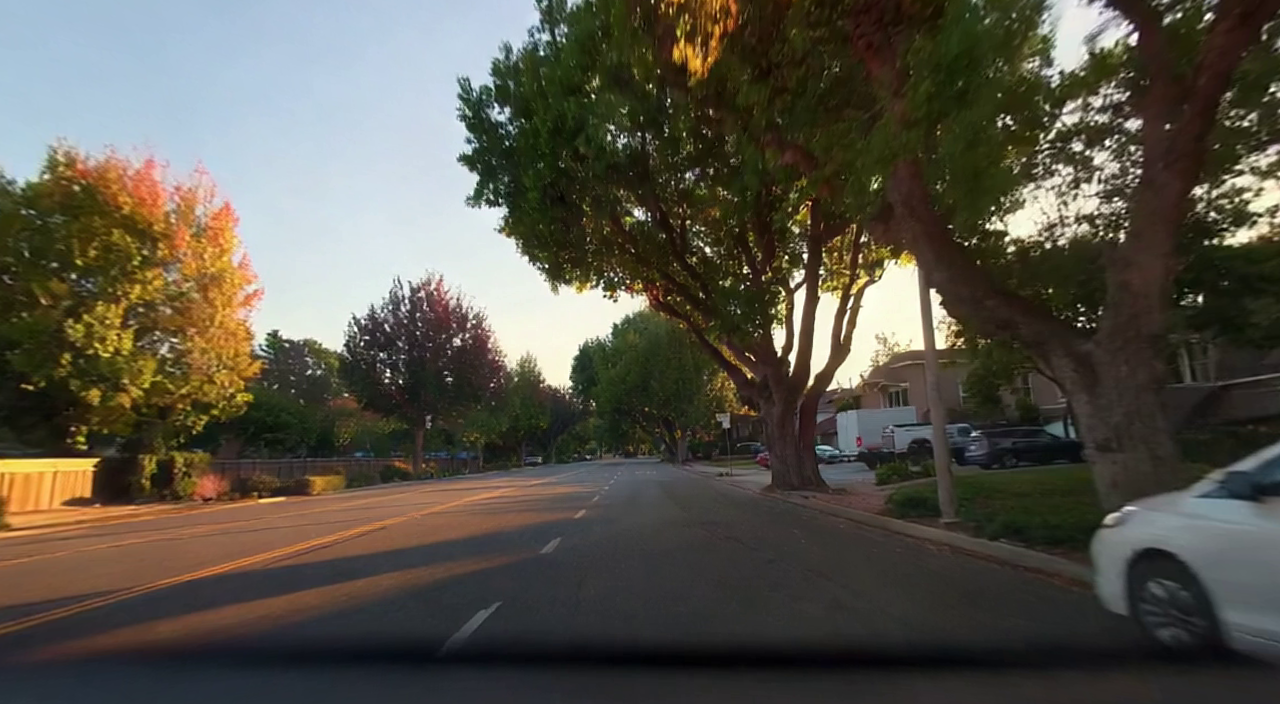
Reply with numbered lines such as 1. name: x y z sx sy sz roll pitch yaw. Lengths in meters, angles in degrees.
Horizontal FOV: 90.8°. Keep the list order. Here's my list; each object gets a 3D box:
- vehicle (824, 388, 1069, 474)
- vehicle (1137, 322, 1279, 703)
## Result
1. vehicle: 17.475 4.617 36.700 12.151 4.157 3.709 -1 -15 -6
2. vehicle: 3.612 0.503 0.303 2.270 1.820 5.277 0 -8 -3
